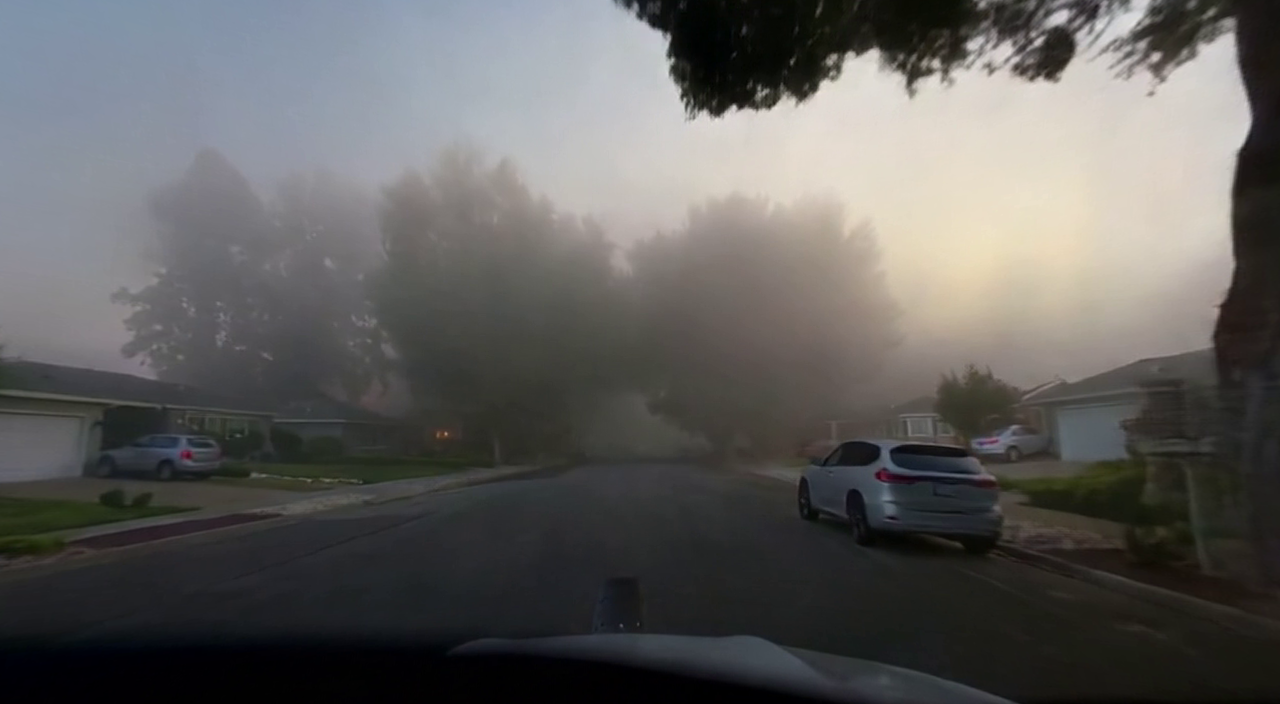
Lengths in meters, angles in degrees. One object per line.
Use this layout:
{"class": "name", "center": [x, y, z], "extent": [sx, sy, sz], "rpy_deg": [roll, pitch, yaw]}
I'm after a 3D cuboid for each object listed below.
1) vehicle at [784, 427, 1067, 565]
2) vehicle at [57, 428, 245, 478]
{"class": "vehicle", "center": [3.893, 2.050, 9.846], "extent": [2.136, 1.596, 4.790], "rpy_deg": [0, -8, -1]}
{"class": "vehicle", "center": [-16.609, 3.468, 21.721], "extent": [4.607, 1.573, 2.058], "rpy_deg": [1, -9, -4]}
